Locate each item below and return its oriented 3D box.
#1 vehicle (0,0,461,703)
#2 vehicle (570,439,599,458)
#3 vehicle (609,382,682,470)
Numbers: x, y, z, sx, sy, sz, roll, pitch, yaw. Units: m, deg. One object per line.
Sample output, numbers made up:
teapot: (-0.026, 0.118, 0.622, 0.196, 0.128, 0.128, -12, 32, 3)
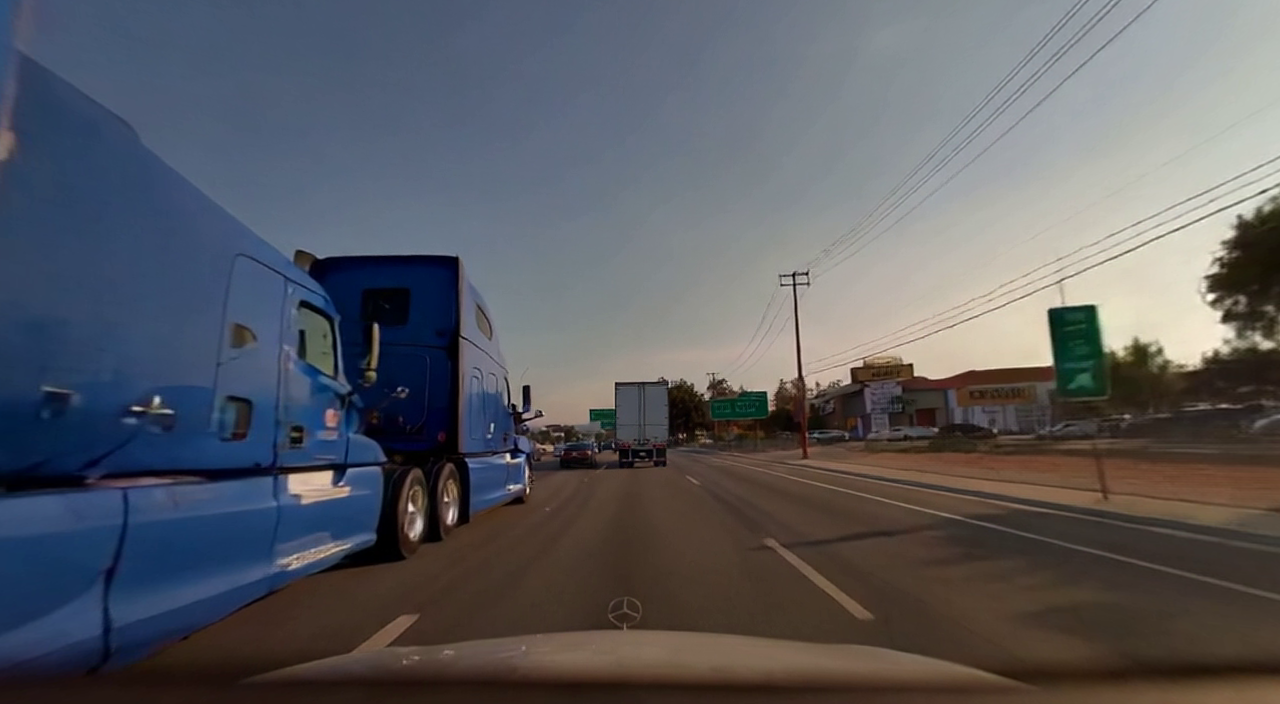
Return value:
vehicle: (-3.932, -0.485, 0.773, 2.875, 4.083, 15.756, 0, -9, 0)
vehicle: (-4.316, 7.617, 49.815, 1.933, 1.459, 4.478, 0, -9, 0)
vehicle: (0.229, 3.750, 30.657, 2.941, 3.604, 9.851, 0, -9, 0)
